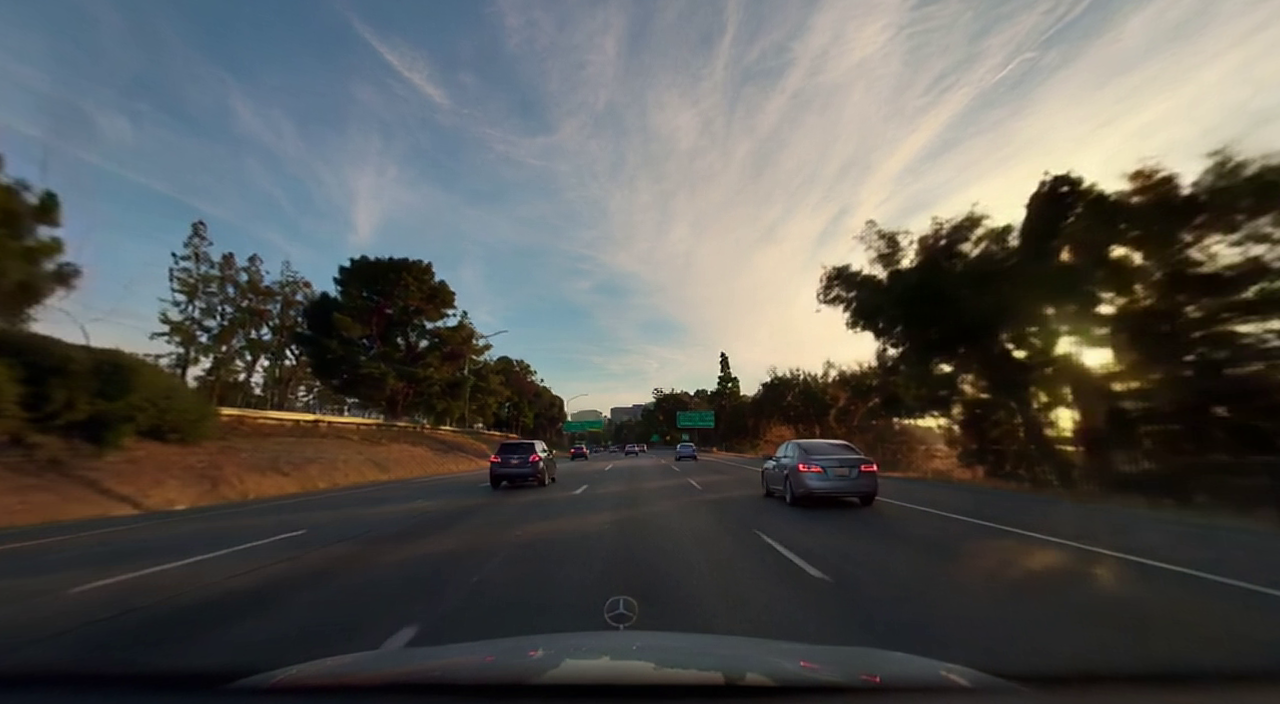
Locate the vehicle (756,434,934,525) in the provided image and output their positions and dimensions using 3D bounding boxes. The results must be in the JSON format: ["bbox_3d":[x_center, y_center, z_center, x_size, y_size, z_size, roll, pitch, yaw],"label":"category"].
[{"bbox_3d":[3.697,2.372,12.341,1.947,1.437,4.345,0,-9,-1],"label":"vehicle"}]

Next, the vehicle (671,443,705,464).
[{"bbox_3d":[3.389,7.259,45.264,2.021,1.447,3.985,0,-9,-1],"label":"vehicle"}]

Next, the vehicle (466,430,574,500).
[{"bbox_3d":[-3.293,3.219,18.351,2.244,1.755,4.417,0,-9,1],"label":"vehicle"}]
